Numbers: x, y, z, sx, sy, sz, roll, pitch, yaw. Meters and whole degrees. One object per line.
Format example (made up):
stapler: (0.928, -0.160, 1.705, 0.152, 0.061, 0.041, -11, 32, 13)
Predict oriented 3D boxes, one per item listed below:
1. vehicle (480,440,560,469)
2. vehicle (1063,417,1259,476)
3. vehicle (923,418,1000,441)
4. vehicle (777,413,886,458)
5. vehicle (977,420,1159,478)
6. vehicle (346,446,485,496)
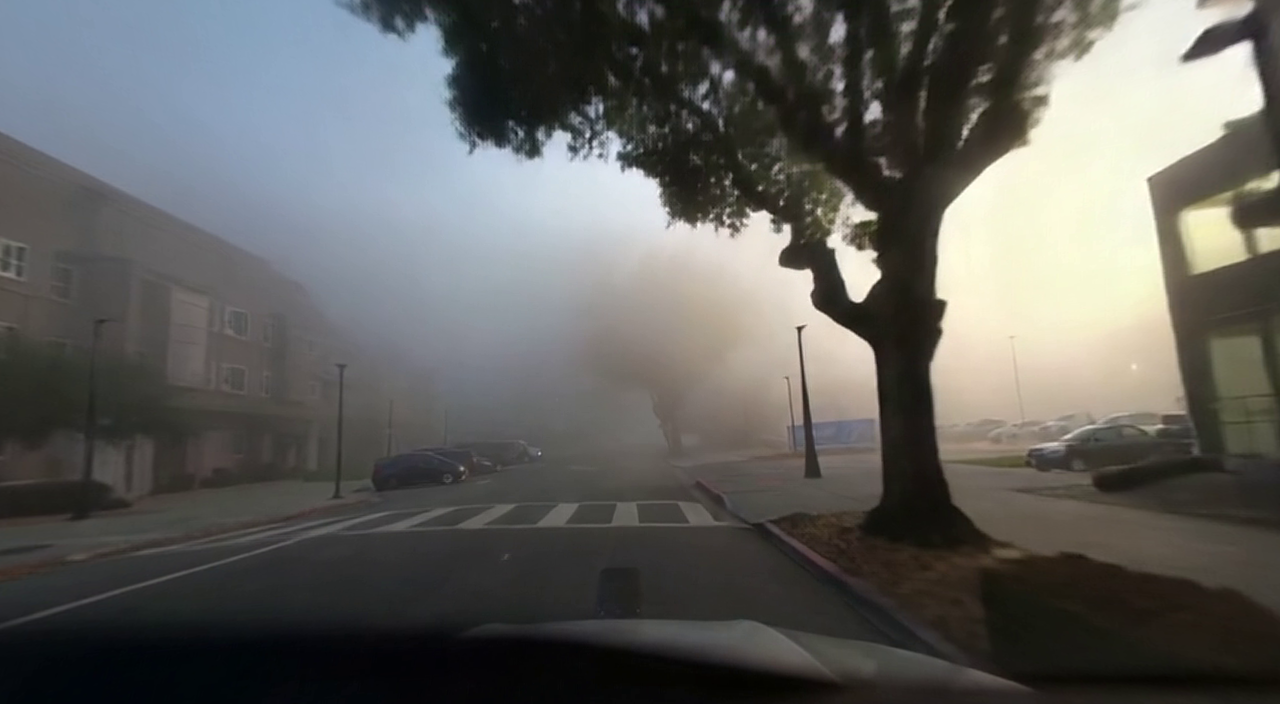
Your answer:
vehicle: (-7.561, 6.480, 40.001, 4.585, 1.758, 2.050, 8, -12, -43)
vehicle: (14.772, 2.731, 18.257, 1.934, 1.477, 4.373, 0, -8, 0)
vehicle: (23.615, 5.726, 46.286, 4.521, 1.634, 1.996, 0, -8, -1)
vehicle: (10.938, 4.781, 36.188, 5.453, 1.794, 2.011, -8, -6, -1)
vehicle: (11.777, 2.727, 17.801, 1.950, 1.429, 4.589, 0, -8, 1)
vehicle: (-8.680, 4.603, 24.640, 1.879, 1.543, 4.778, -13, -13, 43)
